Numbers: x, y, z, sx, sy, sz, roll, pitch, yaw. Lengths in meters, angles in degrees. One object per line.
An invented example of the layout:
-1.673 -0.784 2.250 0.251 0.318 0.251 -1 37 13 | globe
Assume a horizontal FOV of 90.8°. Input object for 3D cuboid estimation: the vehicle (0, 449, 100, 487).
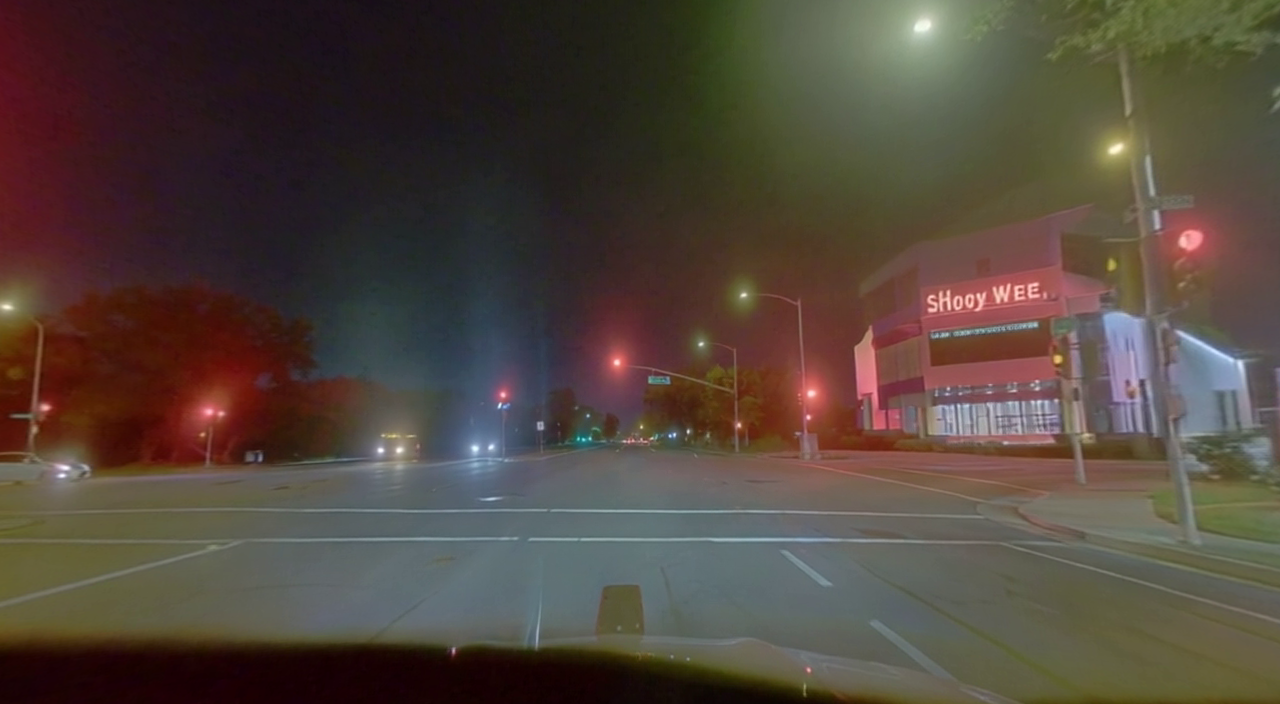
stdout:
-25.441 4.774 26.040 4.500 1.465 1.936 0 -8 -1 | vehicle
